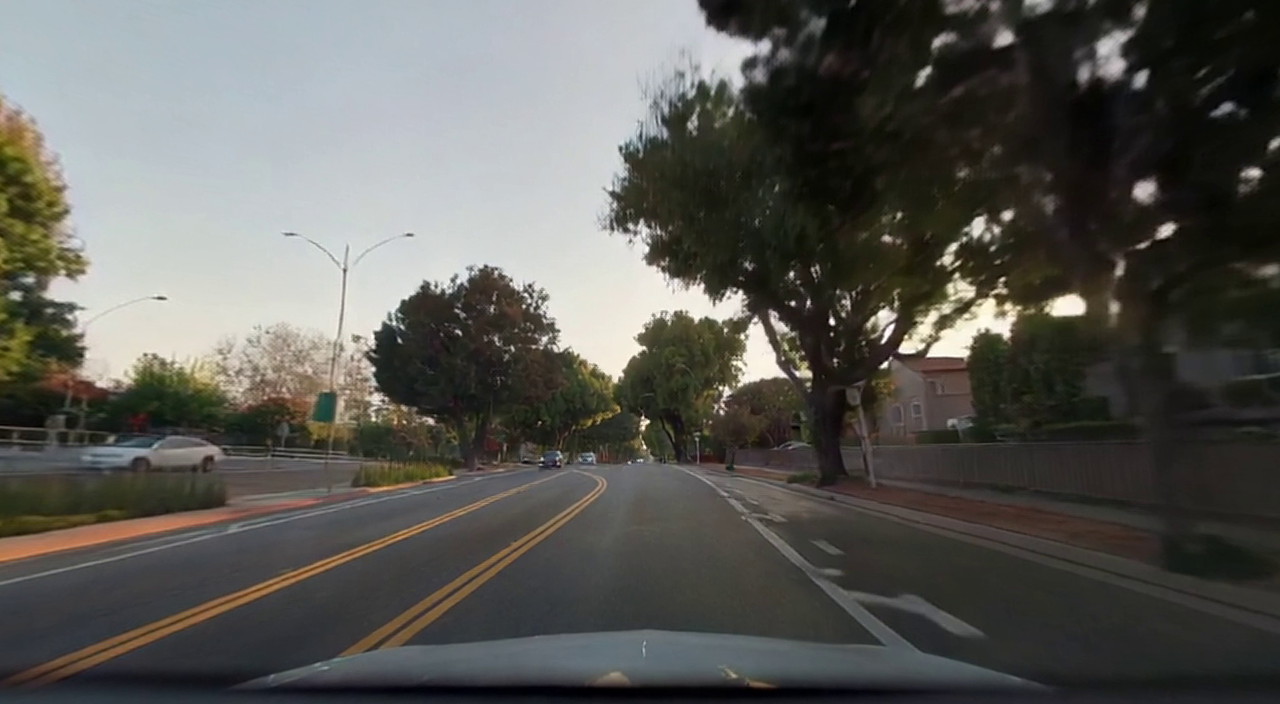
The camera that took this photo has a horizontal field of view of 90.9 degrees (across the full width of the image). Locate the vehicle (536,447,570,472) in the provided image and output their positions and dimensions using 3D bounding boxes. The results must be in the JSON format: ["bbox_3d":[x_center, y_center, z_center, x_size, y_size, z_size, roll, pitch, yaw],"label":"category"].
[{"bbox_3d":[-6.368,7.953,46.765,1.972,1.684,4.144,0,-8,0],"label":"vehicle"}]
